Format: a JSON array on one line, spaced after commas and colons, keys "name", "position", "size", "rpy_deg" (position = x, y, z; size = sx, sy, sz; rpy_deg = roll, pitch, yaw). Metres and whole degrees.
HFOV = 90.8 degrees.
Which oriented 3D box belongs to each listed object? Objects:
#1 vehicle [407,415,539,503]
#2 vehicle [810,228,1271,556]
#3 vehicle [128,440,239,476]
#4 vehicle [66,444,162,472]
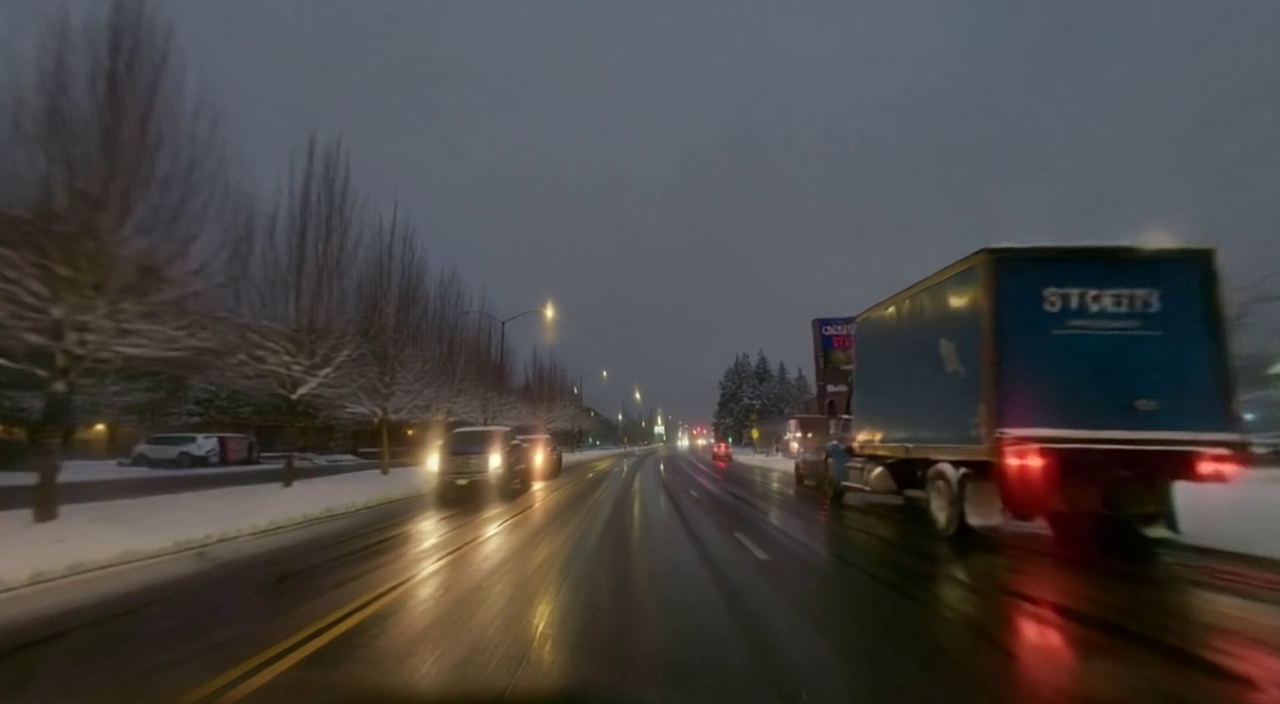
[{"name": "vehicle", "position": [-4.439, 2.979, 18.002], "size": [2.270, 2.068, 5.865], "rpy_deg": [0, -9, -1]}, {"name": "vehicle", "position": [6.090, 1.079, 12.267], "size": [2.981, 4.106, 8.794], "rpy_deg": [0, -9, 0]}, {"name": "vehicle", "position": [-28.822, 6.747, 40.038], "size": [5.368, 2.121, 1.960], "rpy_deg": [8, -14, -36]}, {"name": "vehicle", "position": [-36.723, 7.420, 44.244], "size": [2.063, 1.795, 4.576], "rpy_deg": [-8, -12, 29]}]
